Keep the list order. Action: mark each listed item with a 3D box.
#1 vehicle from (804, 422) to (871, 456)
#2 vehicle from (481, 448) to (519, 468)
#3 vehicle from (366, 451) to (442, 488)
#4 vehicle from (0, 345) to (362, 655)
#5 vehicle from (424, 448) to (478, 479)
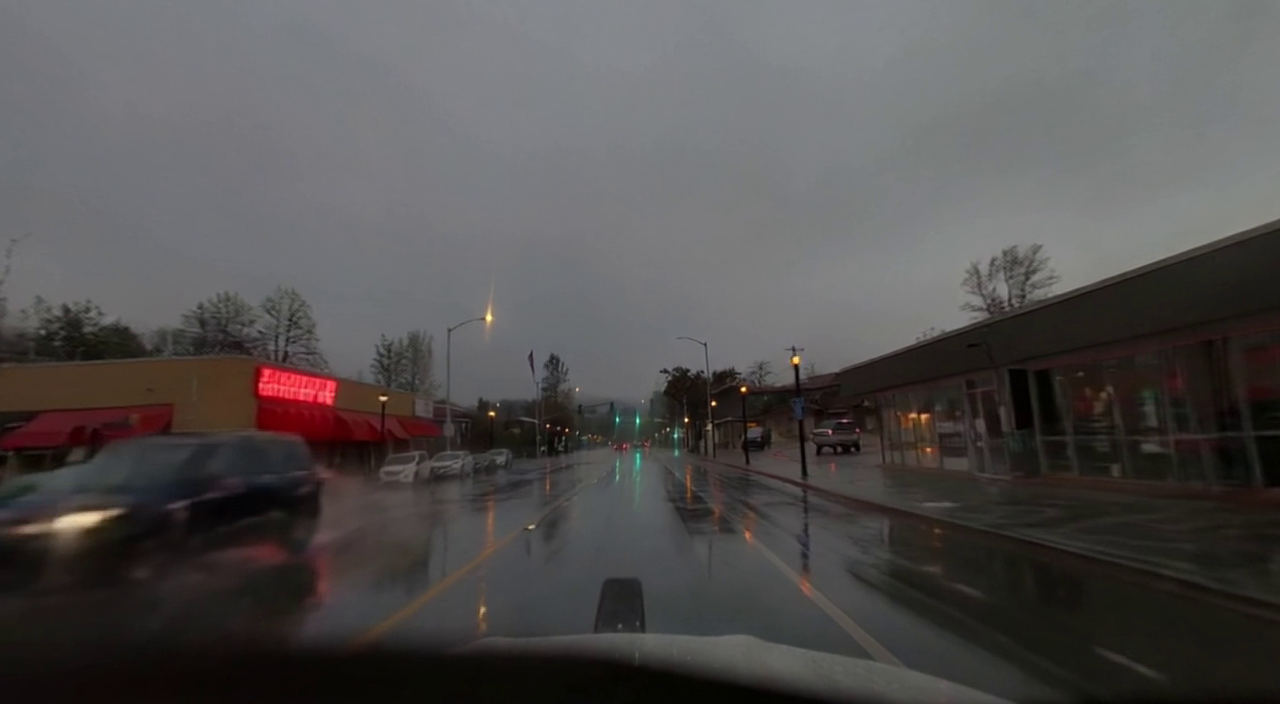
[{"bbox_3d":[12.501,5.614,40.459,2.532,1.997,5.001,0,-9,-2],"label":"vehicle"},{"bbox_3d":[-10.820,8.224,49.145,1.828,1.470,4.523,0,-8,0],"label":"vehicle"},{"bbox_3d":[-10.749,5.365,29.158,1.784,1.502,4.344,0,-8,0],"label":"vehicle"},{"bbox_3d":[-5.417,1.351,6.695,2.267,2.070,5.719,0,-8,1],"label":"vehicle"},{"bbox_3d":[-10.754,6.349,36.280,1.837,1.586,4.155,0,-8,0],"label":"vehicle"}]
